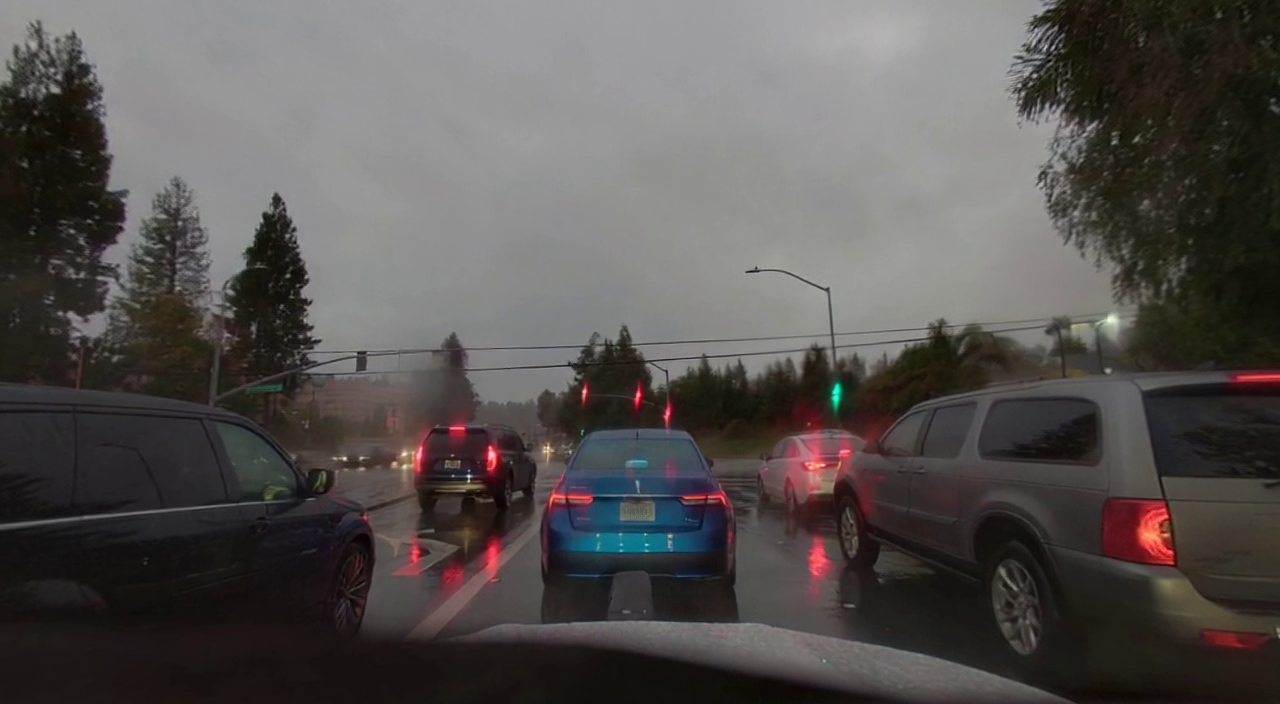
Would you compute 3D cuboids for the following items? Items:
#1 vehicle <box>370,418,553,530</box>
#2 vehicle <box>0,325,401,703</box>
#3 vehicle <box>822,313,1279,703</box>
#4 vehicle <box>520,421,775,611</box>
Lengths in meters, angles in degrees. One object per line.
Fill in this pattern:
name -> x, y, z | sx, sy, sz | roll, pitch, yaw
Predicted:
vehicle -> -3.179, 2.300, 12.448 | 2.117, 1.772, 4.619 | 0, -8, 2
vehicle -> -3.123, 0.955, 3.309 | 1.982, 1.721, 4.261 | 0, -8, 1
vehicle -> 3.218, 1.100, 4.733 | 2.141, 1.833, 4.704 | 0, -8, -2
vehicle -> 0.022, 1.598, 7.051 | 2.021, 1.490, 3.948 | 0, -8, -1
